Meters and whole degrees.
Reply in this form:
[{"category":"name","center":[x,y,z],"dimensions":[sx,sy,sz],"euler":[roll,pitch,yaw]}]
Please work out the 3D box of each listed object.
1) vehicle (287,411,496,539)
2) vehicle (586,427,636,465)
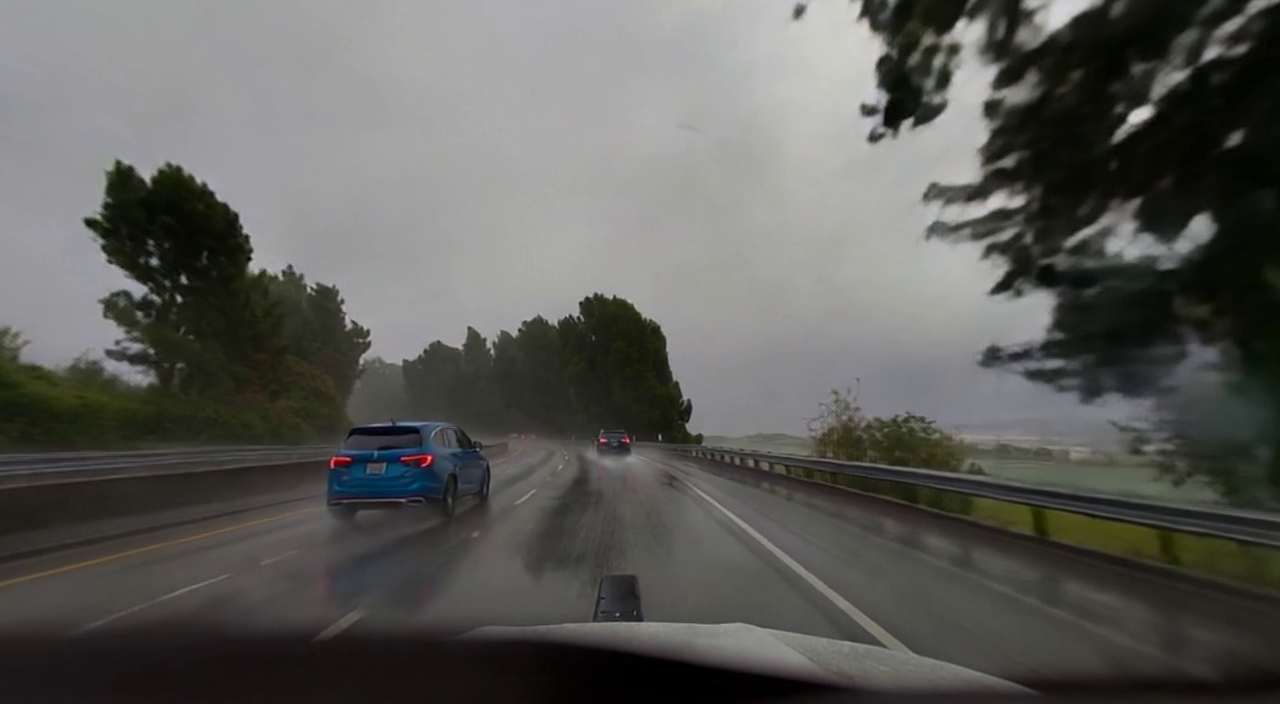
[{"category":"vehicle","center":[-4.203,2.110,11.697],"dimensions":[2.053,1.847,4.760],"euler":[0,-7,-2]},{"category":"vehicle","center":[-1.631,4.975,33.486],"dimensions":[2.452,1.857,4.022],"euler":[0,-7,-5]}]
